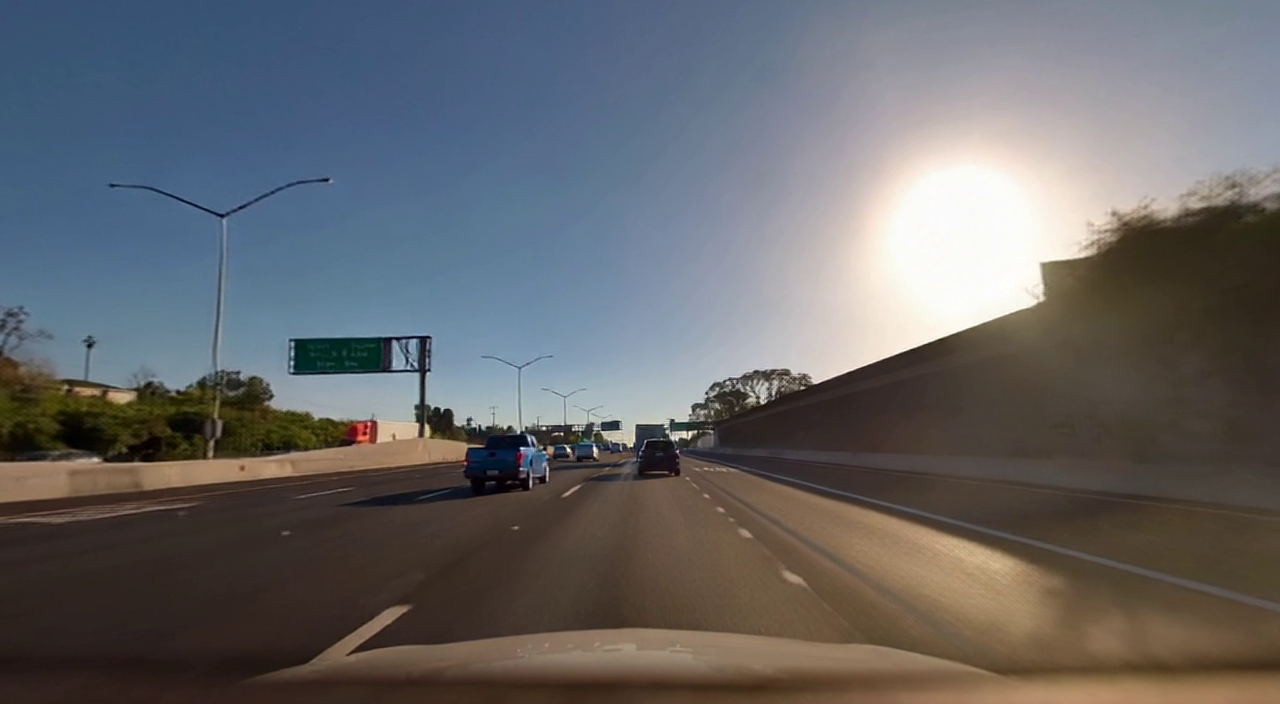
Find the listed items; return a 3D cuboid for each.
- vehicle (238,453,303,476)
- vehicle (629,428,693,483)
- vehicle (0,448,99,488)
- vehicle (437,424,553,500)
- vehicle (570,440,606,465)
[{"bbox_3d":[-24.408,7.409,41.779,1.840,1.373,3.920,0,-9,2],"label":"vehicle"},{"bbox_3d":[0.740,3.771,23.222,2.083,1.792,4.782,0,-9,1],"label":"vehicle"},{"bbox_3d":[-28.257,5.242,28.726,2.174,1.678,5.678,0,-8,1],"label":"vehicle"},{"bbox_3d":[-3.796,3.007,17.616,1.954,1.792,5.187,0,-9,1],"label":"vehicle"},{"bbox_3d":[-3.497,6.869,43.398,1.961,1.591,4.756,0,-8,1],"label":"vehicle"}]
